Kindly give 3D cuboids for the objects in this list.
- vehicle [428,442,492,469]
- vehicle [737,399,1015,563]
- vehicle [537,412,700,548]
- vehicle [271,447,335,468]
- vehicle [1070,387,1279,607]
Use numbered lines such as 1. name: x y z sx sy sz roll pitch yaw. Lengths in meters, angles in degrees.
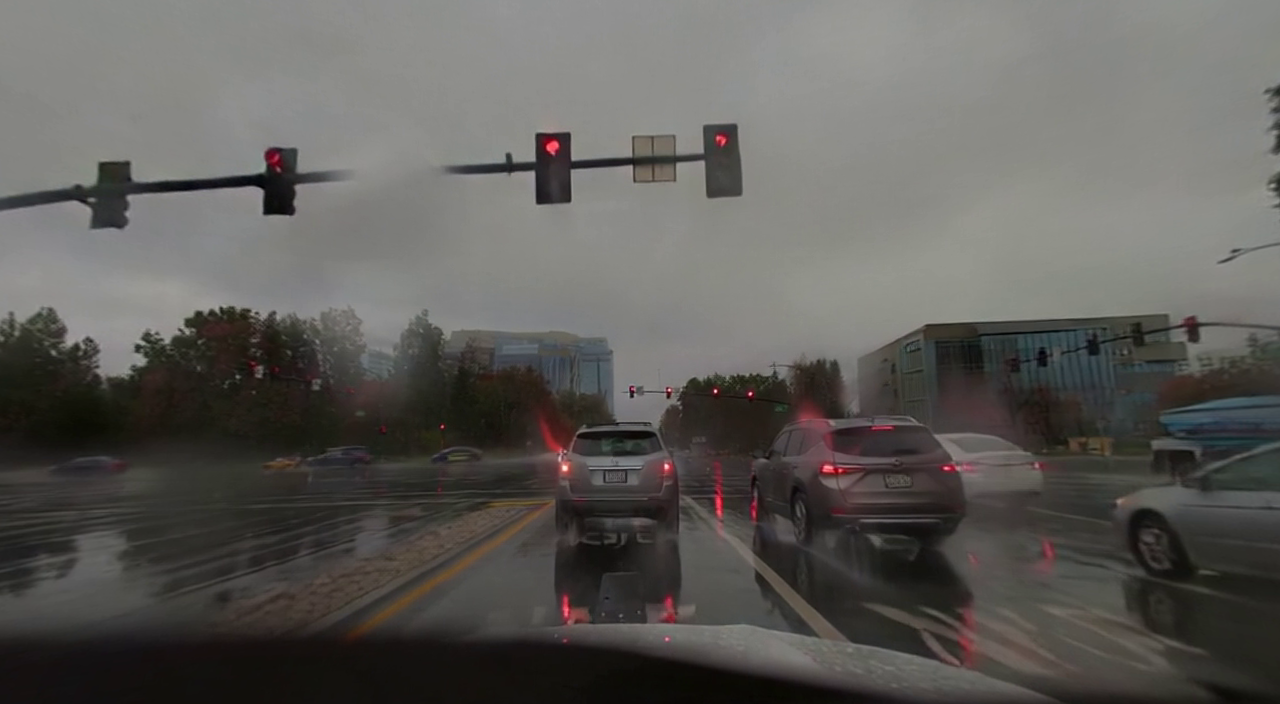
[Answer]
1. vehicle: -12.218 6.942 42.752 4.318 1.712 2.188 -8 -12 43
2. vehicle: 2.969 1.755 9.272 2.228 1.798 4.370 0 -8 -2
3. vehicle: -0.305 1.920 10.082 2.039 1.698 4.144 0 -8 -1
4. vehicle: -26.521 8.305 49.727 4.253 1.610 1.800 -3 -9 16
5. vehicle: 6.155 1.129 4.847 2.049 1.743 5.146 0 -8 0
